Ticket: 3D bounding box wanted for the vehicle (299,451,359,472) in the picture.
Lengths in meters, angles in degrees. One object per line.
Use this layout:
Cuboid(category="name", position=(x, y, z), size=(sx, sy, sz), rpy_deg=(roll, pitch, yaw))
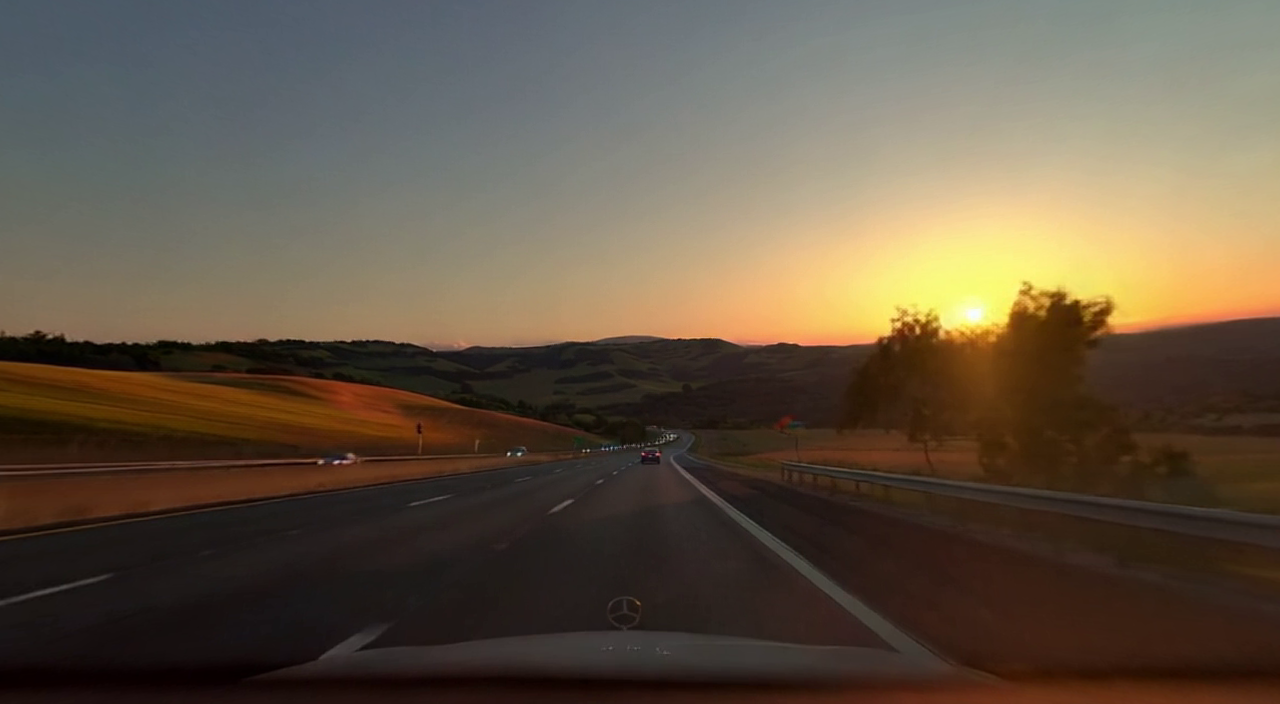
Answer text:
Cuboid(category="vehicle", position=(-23.660, 8.334, 48.221), size=(2.148, 1.493, 4.415), rpy_deg=(0, -9, 2))
